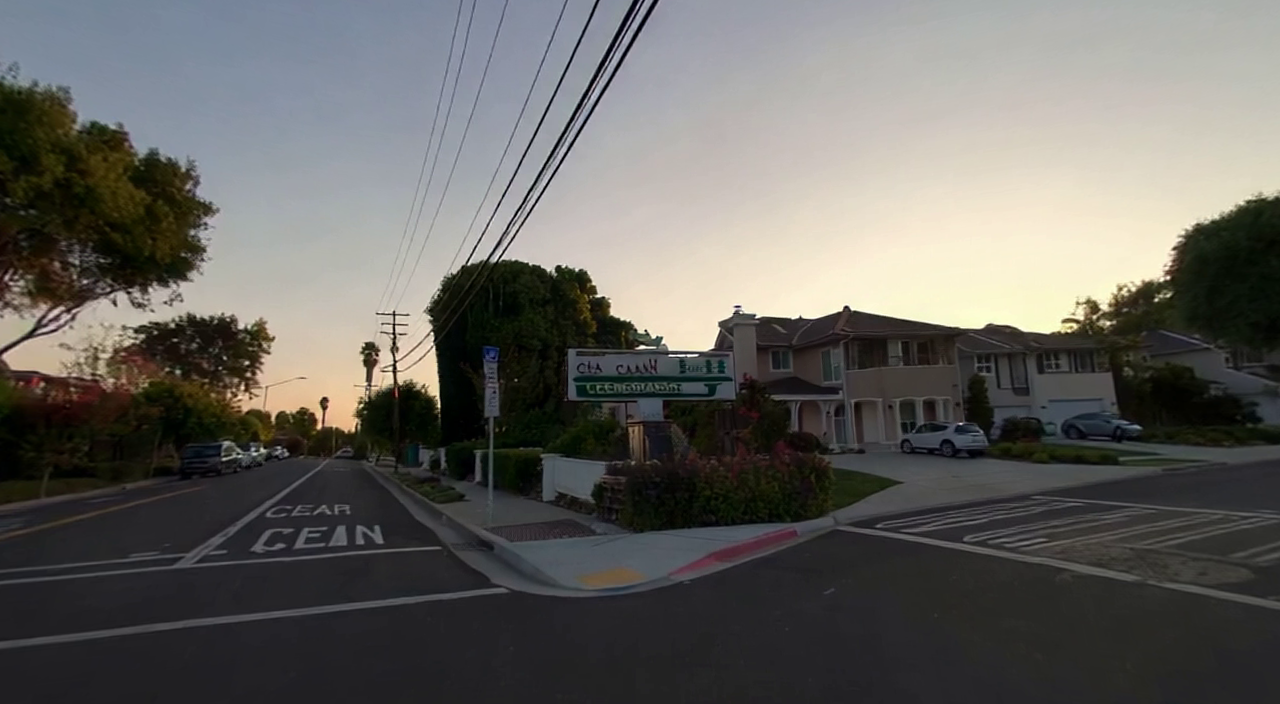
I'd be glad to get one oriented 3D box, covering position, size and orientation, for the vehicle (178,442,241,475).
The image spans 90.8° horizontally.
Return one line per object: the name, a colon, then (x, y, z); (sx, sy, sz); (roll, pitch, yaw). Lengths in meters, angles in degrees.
vehicle: (-25.553, 6.286, 37.672); (2.203, 1.787, 4.704); (3, -9, -24)
